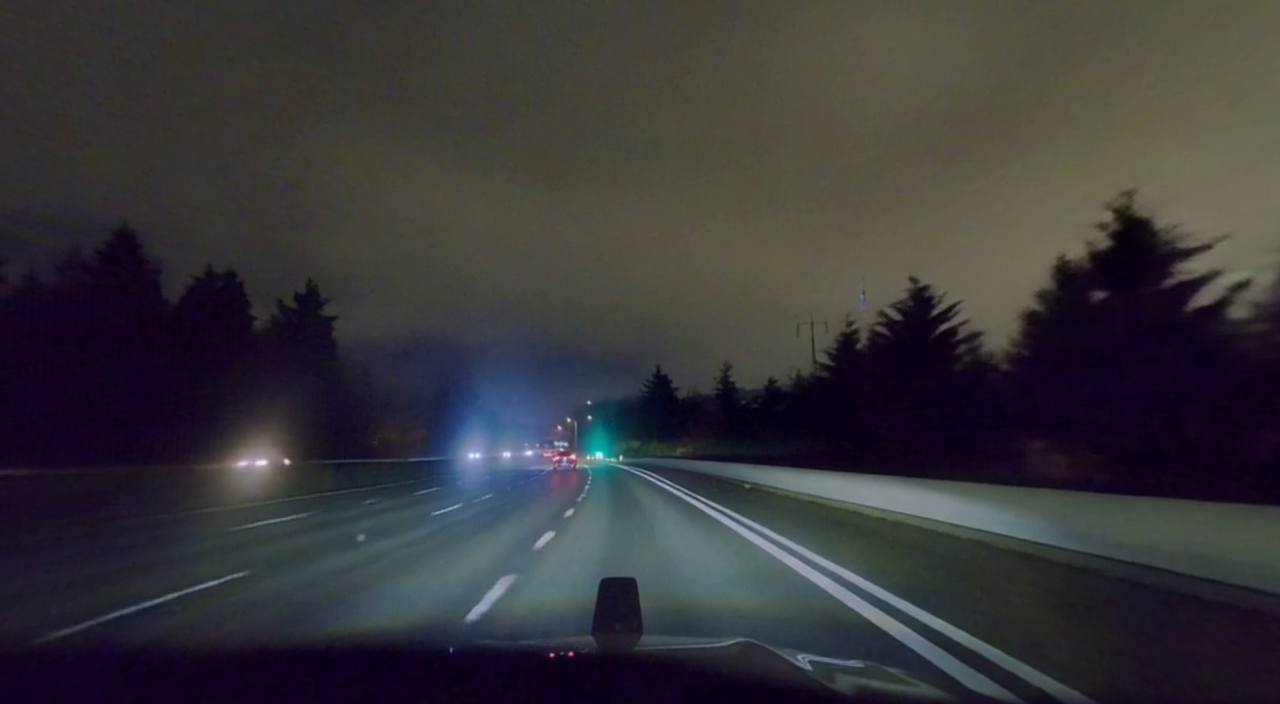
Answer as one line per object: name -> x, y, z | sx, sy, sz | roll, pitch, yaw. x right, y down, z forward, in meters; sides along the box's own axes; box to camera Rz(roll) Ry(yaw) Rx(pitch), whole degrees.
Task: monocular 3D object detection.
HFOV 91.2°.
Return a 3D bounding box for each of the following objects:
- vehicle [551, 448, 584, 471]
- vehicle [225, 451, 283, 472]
vehicle -> -5.374, 8.028, 46.846 | 2.248, 1.619, 3.848 | 0, -9, -4
vehicle -> -28.572, 8.115, 46.517 | 1.809, 1.432, 4.193 | 0, -9, -3
